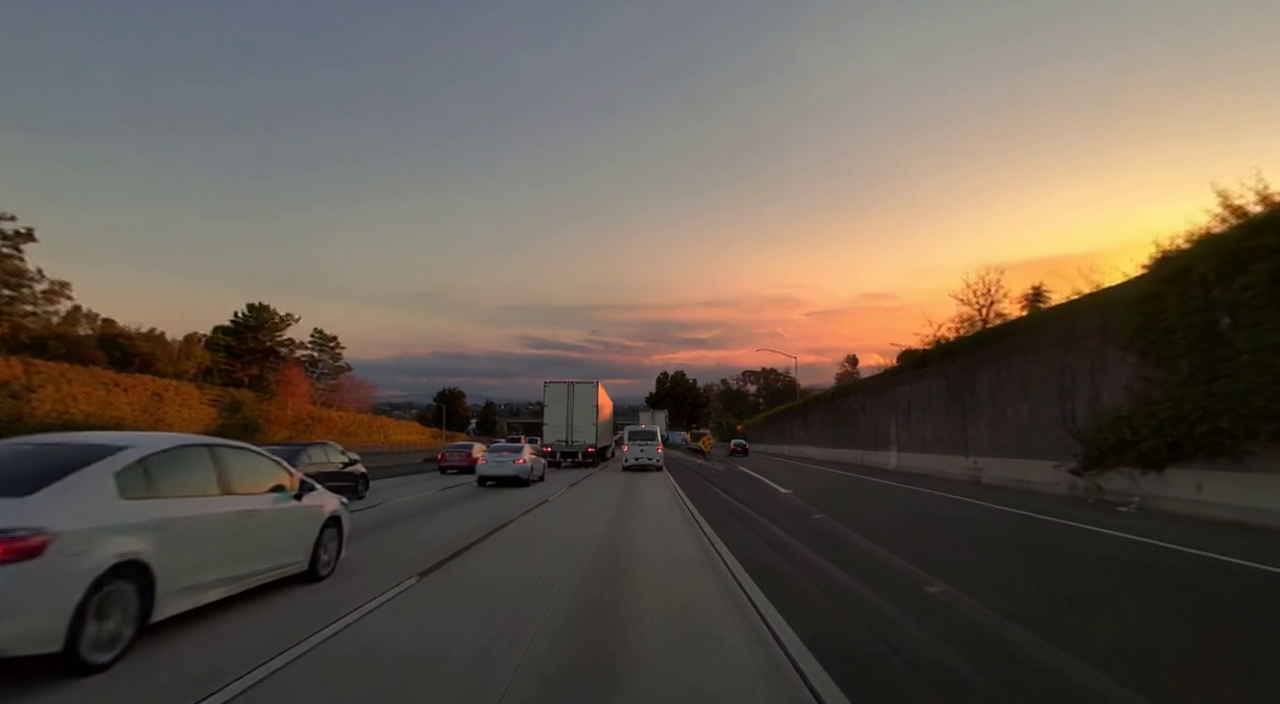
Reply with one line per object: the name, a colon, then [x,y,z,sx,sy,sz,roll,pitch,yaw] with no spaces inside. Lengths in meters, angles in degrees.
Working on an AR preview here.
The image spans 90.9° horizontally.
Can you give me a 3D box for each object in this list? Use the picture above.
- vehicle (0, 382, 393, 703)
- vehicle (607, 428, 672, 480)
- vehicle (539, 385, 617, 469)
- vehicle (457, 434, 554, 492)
vehicle: [-3.772,1.206,4.712,1.866,1.568,4.603,0,-8,2]
vehicle: [-0.013,3.998,24.887,2.325,1.864,4.128,0,-8,0]
vehicle: [-3.611,5.318,41.950,3.348,4.469,16.443,0,-9,1]
vehicle: [-4.080,3.428,19.797,2.124,1.627,3.863,0,-8,1]
